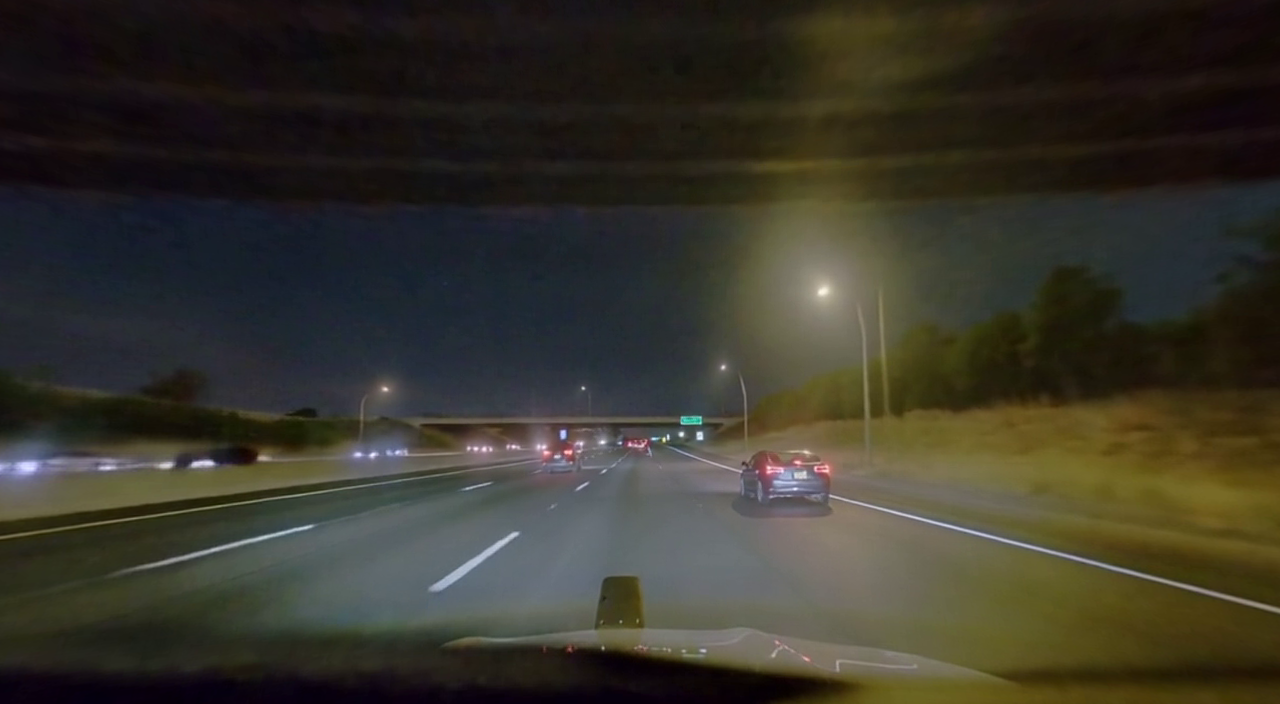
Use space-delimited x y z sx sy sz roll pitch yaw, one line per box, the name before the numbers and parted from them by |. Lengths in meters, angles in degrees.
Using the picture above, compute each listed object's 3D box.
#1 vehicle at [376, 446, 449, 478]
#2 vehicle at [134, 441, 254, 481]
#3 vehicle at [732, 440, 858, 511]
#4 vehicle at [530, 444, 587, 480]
vehicle | -11.505 5.578 32.235 1.919 1.497 4.765 0 -9 0
vehicle | -20.067 4.932 28.661 2.019 1.648 4.702 0 -9 0
vehicle | 3.721 3.046 16.011 2.079 1.535 4.316 0 -9 0
vehicle | -3.752 5.158 29.886 2.072 1.545 4.687 0 -9 0
